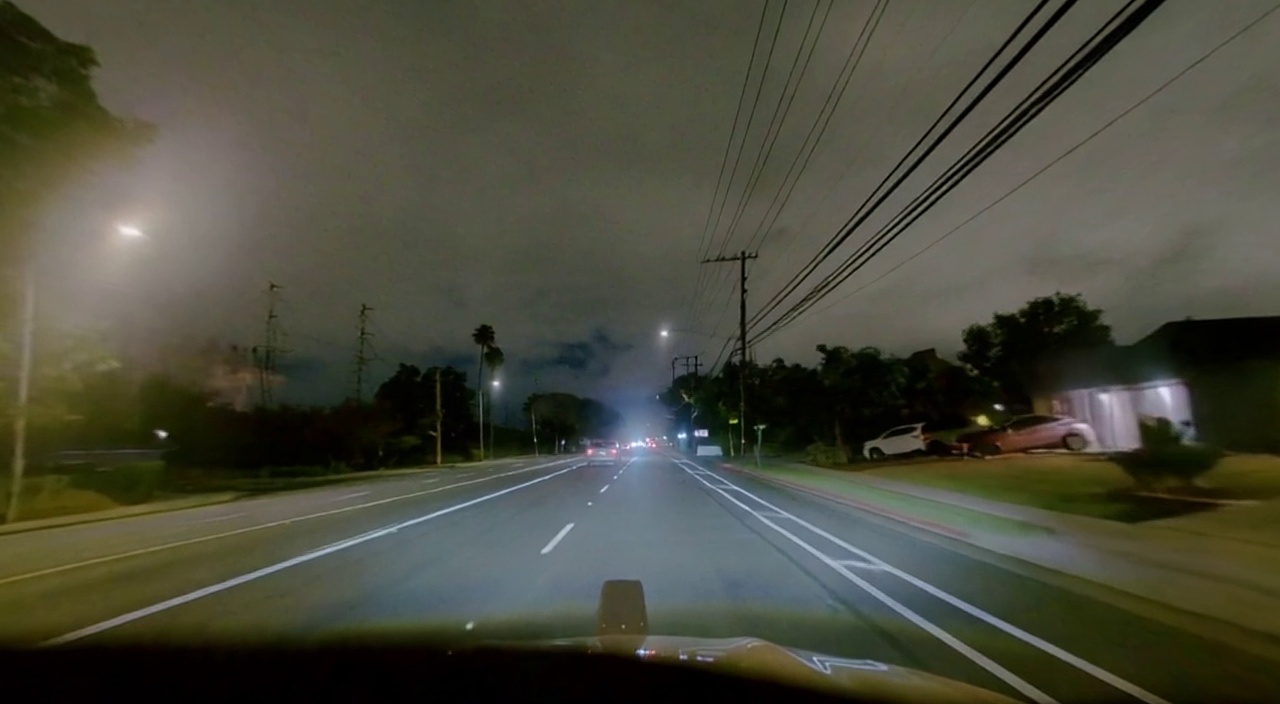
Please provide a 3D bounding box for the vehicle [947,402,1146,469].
[{"bbox_3d":[12.427,2.583,19.507,4.719,1.553,1.889,-5,-8,0],"label":"vehicle"}]

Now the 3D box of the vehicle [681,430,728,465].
[{"bbox_3d":[4.324,6.503,43.075,2.622,2.137,6.267,1,-9,1],"label":"vehicle"}]

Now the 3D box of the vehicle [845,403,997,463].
[{"bbox_3d":[11.359,3.329,25.792,5.042,1.803,2.134,-6,-9,0],"label":"vehicle"}]

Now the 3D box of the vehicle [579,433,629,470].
[{"bbox_3d":[-1.867,5.466,34.729,2.327,1.861,4.941,-1,-9,2],"label":"vehicle"}]
